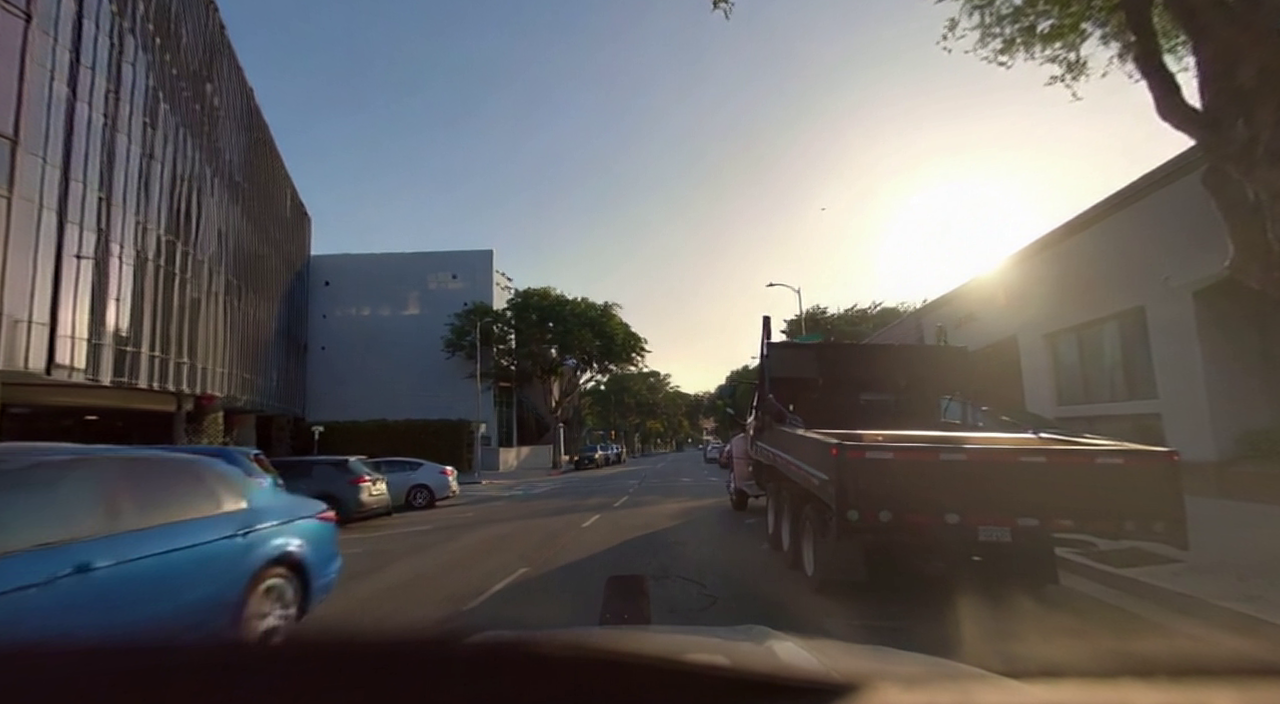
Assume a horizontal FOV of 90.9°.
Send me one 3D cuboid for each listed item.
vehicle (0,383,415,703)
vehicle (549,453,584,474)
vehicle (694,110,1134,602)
[{"bbox_3d":[-3.291,1.077,3.212,2.311,1.631,4.510,-1,-8,5],"label":"vehicle"},{"bbox_3d":[-5.649,8.639,49.086,1.798,1.459,4.306,-1,-8,6],"label":"vehicle"},{"bbox_3d":[2.821,0.768,10.987,3.320,4.034,11.553,-1,-8,7],"label":"vehicle"}]
